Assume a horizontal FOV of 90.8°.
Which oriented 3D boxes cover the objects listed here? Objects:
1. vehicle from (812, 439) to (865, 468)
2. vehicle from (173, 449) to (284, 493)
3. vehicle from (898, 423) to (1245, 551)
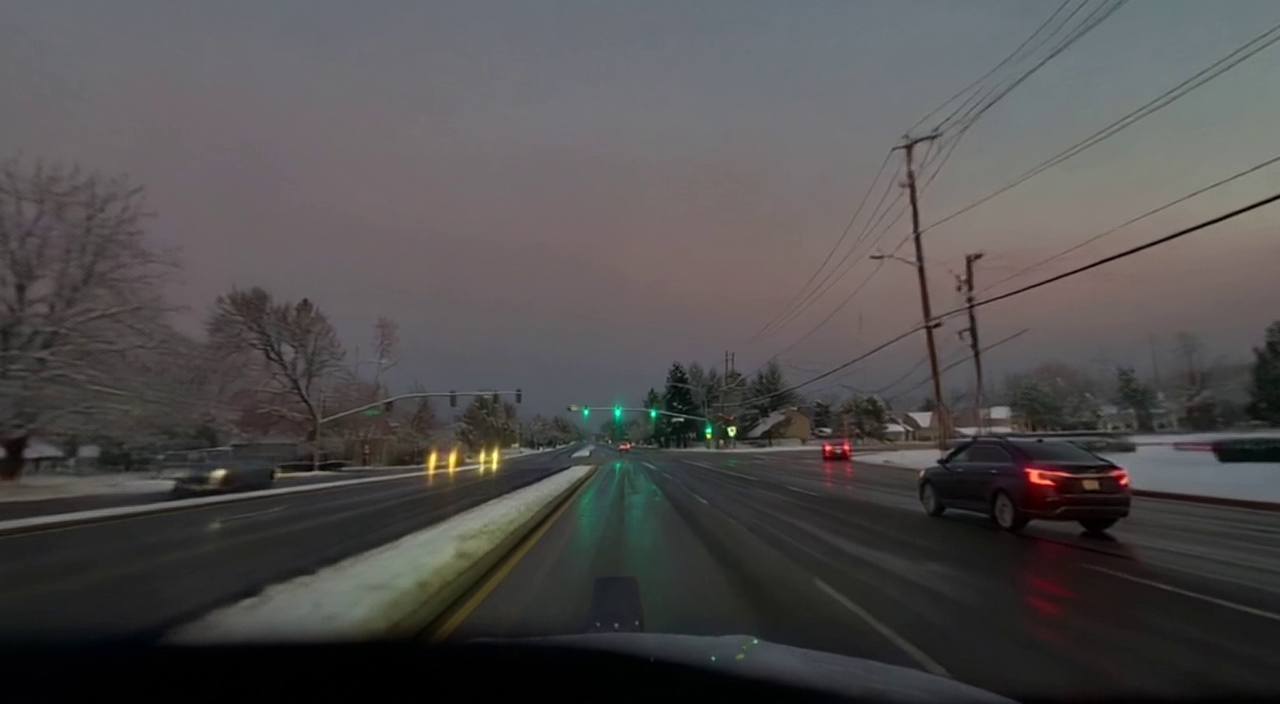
[{"bbox_3d":[11.589,5.955,37.110,1.979,1.581,4.271,-1,-8,4],"label":"vehicle"},{"bbox_3d":[-18.031,5.180,27.993,1.982,1.728,4.552,0,-8,-2],"label":"vehicle"},{"bbox_3d":[6.199,1.980,10.032,2.113,1.520,4.650,0,-8,-2],"label":"vehicle"}]
